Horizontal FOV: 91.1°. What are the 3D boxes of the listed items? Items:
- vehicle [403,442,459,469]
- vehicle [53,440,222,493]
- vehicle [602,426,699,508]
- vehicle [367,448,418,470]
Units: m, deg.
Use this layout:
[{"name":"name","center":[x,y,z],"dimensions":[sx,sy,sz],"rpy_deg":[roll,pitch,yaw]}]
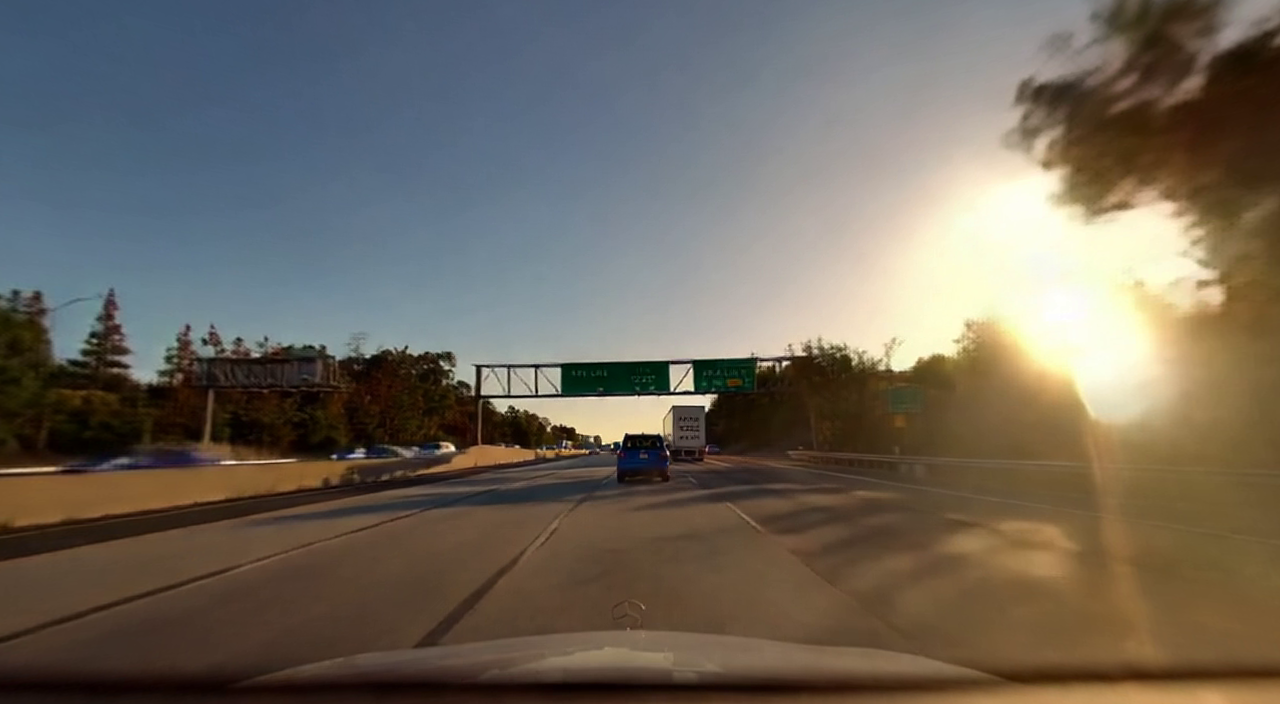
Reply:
[{"name":"vehicle","center":[-15.005,7.458,45.413],"dimensions":[2.097,1.813,5.472],"rpy_deg":[0,-8,1]},{"name":"vehicle","center":[-19.056,4.319,24.243],"dimensions":[2.092,1.801,5.217],"rpy_deg":[0,-8,1]},{"name":"vehicle","center":[0.247,2.757,15.472],"dimensions":[2.054,1.706,4.201],"rpy_deg":[0,-8,1]},{"name":"vehicle","center":[-18.469,8.004,47.049],"dimensions":[1.971,1.518,4.297],"rpy_deg":[0,-8,1]}]
